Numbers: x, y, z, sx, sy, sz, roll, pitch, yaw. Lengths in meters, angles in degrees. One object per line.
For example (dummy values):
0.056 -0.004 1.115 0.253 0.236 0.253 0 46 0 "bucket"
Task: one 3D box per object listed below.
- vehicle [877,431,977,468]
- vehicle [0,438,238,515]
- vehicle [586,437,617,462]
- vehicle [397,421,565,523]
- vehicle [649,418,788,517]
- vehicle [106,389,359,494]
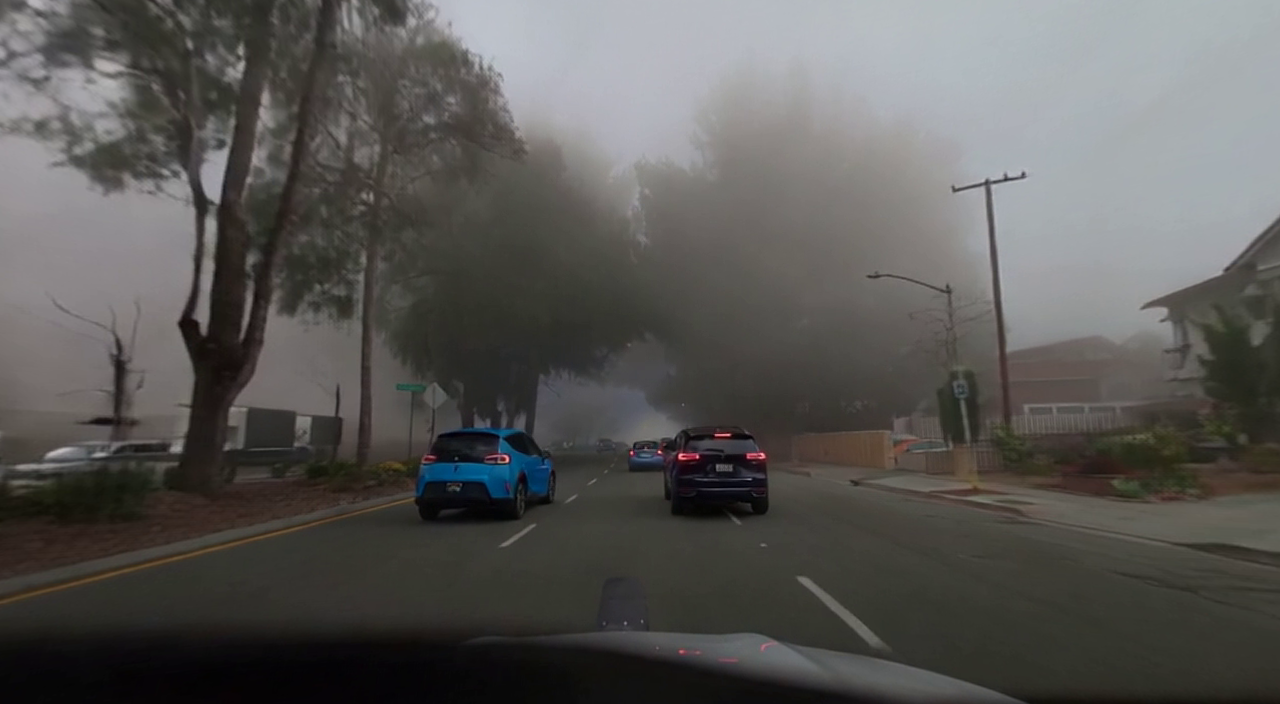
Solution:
15.964 5.397 35.379 2.032 1.877 4.876 2 -7 -25 "vehicle"
-11.914 2.795 14.723 1.923 1.490 4.501 0 -9 3 "vehicle"
-2.895 7.446 48.210 2.014 1.755 4.360 0 -9 1 "vehicle"
-2.933 2.347 12.881 2.043 1.687 4.676 0 -8 2 "vehicle"
1.433 2.389 13.496 2.280 1.747 4.361 0 -9 -2 "vehicle"
-15.040 3.538 24.772 2.901 3.276 9.720 -1 -9 4 "vehicle"
